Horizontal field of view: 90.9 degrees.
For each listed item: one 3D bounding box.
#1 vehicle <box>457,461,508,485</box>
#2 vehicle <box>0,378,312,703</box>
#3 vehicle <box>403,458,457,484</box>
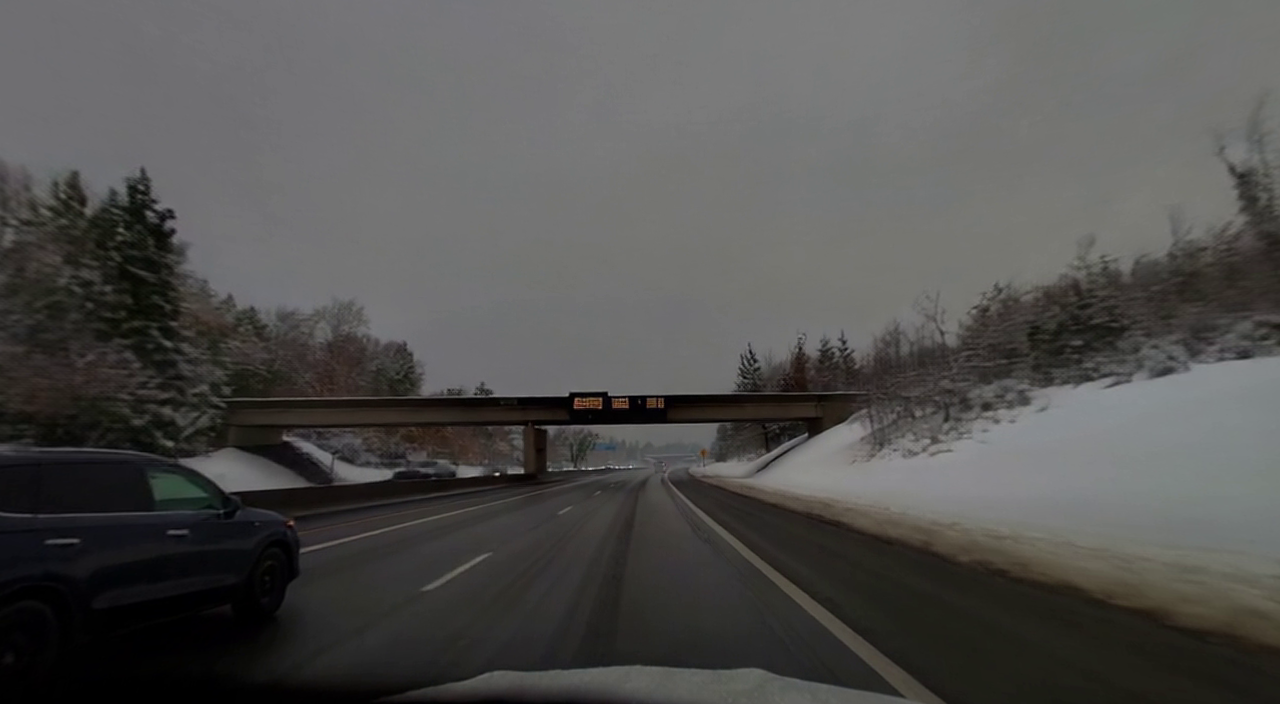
[{"bbox_3d":[-10.397,8.041,41.843,2.082,1.462,4.201,1,-11,3],"label":"vehicle"},{"bbox_3d":[-4.125,1.040,3.393,2.141,1.697,4.641,1,-11,0],"label":"vehicle"},{"bbox_3d":[-15.086,8.587,45.546,2.022,1.687,4.737,1,-11,3],"label":"vehicle"}]
